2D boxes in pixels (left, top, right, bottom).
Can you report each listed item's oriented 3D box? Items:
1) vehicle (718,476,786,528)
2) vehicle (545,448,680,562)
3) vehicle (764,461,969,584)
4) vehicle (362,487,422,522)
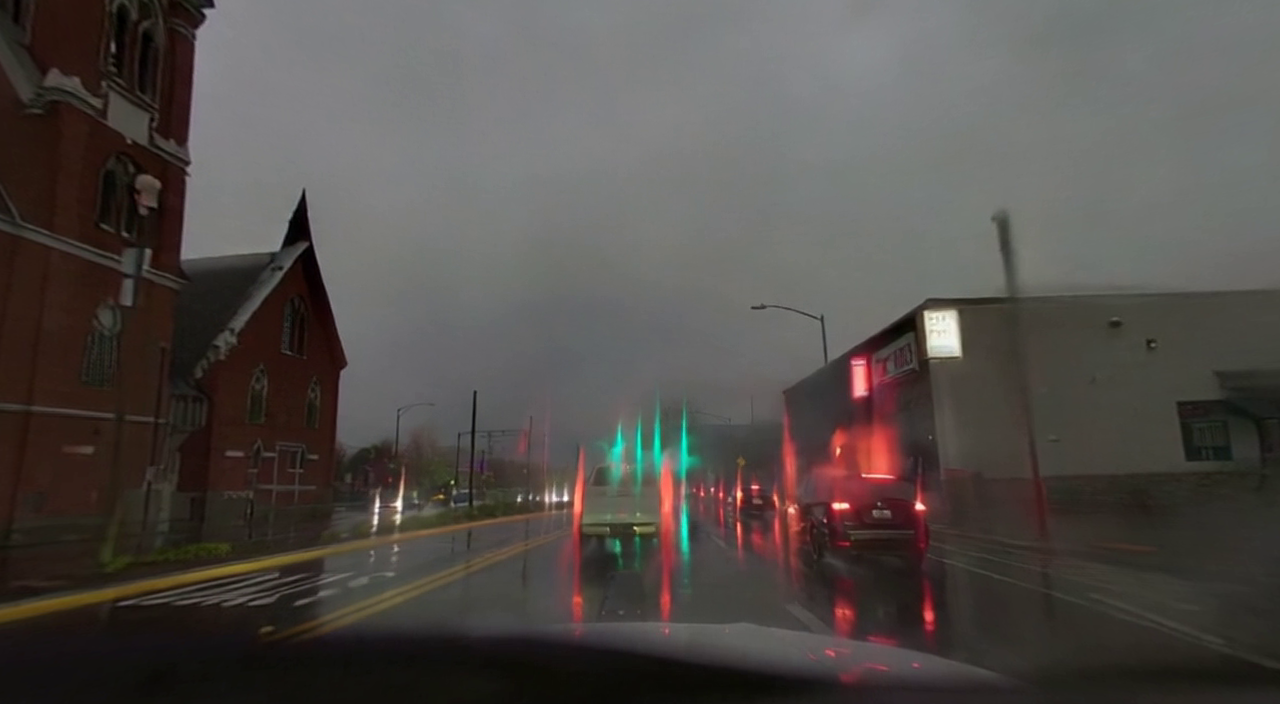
[{"bbox_3d":[4.054,5.493,23.509,1.890,1.491,4.166,0,-8,2],"label":"vehicle"},{"bbox_3d":[-0.407,2.790,12.307,2.168,1.776,4.135,0,-8,1],"label":"vehicle"},{"bbox_3d":[3.420,2.631,10.591,1.883,1.472,4.471,0,-8,2],"label":"vehicle"},{"bbox_3d":[-15.874,9.786,40.717,1.901,1.532,4.733,-1,-6,1],"label":"vehicle"}]
